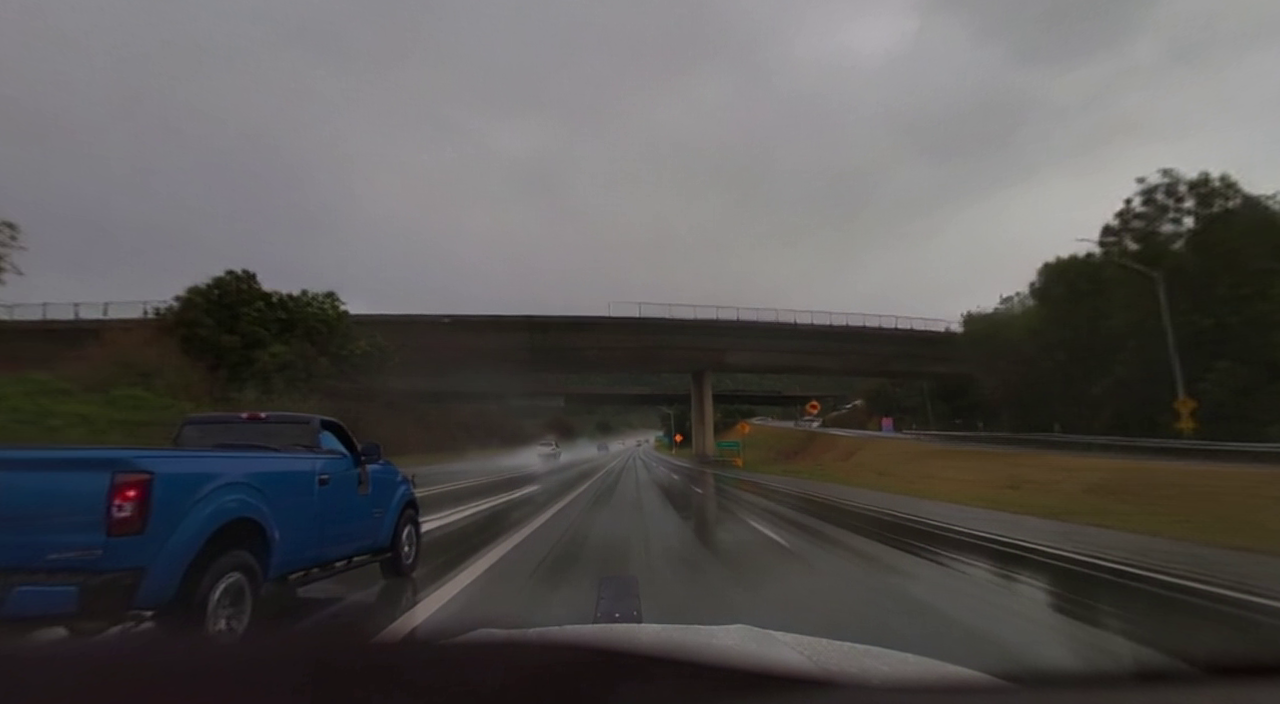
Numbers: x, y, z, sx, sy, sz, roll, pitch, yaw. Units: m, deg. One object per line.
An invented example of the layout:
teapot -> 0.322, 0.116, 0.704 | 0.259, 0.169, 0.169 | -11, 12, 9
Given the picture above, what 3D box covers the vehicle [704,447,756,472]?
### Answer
vehicle -> 6.560, 7.908, 46.860 | 2.406, 1.702, 6.765 | 1, -9, -4
